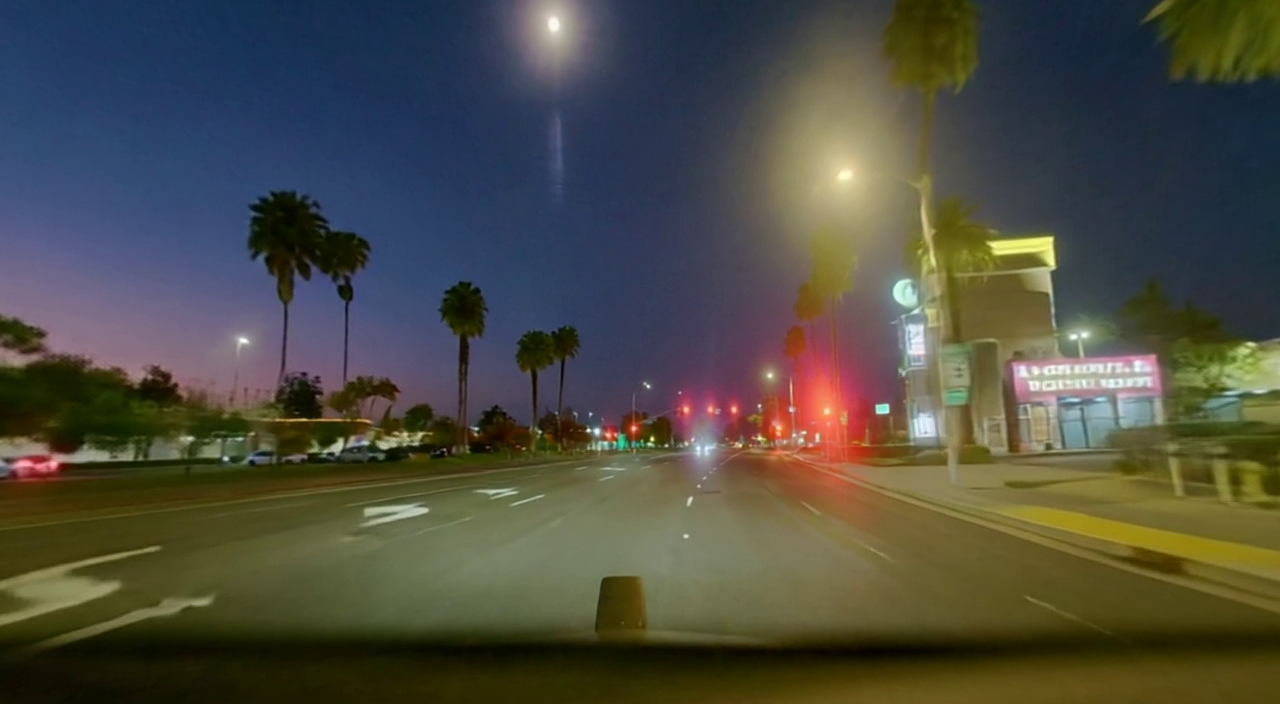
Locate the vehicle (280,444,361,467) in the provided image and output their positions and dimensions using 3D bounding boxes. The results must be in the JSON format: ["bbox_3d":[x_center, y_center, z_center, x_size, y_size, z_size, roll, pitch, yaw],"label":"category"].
[{"bbox_3d":[-21.492,6.957,42.321,4.440,1.541,1.851,-1,-9,3],"label":"vehicle"}]

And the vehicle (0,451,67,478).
[{"bbox_3d":[-36.088,6.448,36.087,4.525,1.492,1.950,-1,-9,5],"label":"vehicle"}]
